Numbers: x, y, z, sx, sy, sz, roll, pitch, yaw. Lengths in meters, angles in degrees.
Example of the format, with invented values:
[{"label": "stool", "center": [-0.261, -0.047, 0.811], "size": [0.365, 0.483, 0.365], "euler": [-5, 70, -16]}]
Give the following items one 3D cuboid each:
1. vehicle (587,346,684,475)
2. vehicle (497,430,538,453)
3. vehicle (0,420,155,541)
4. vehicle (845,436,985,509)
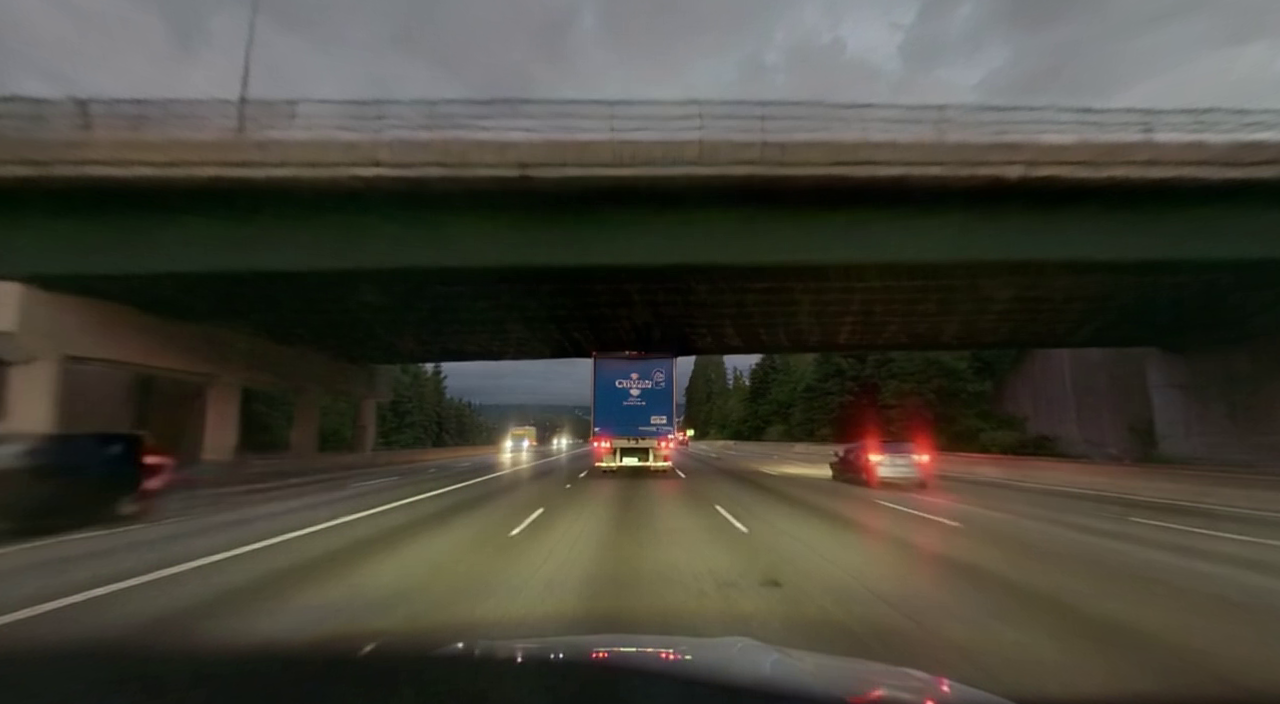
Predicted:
[{"label": "vehicle", "center": [-0.406, 2.410, 24.122], "size": [2.895, 3.861, 10.213], "euler": [0, -8, -3]}, {"label": "vehicle", "center": [-8.747, 6.433, 45.392], "size": [2.081, 1.613, 4.273], "euler": [0, -8, 0]}, {"label": "vehicle", "center": [-8.756, 1.627, 8.112], "size": [1.955, 1.453, 3.855], "euler": [0, -8, -1]}, {"label": "vehicle", "center": [7.590, 3.298, 17.918], "size": [2.050, 1.637, 4.397], "euler": [3, -7, 0]}]
